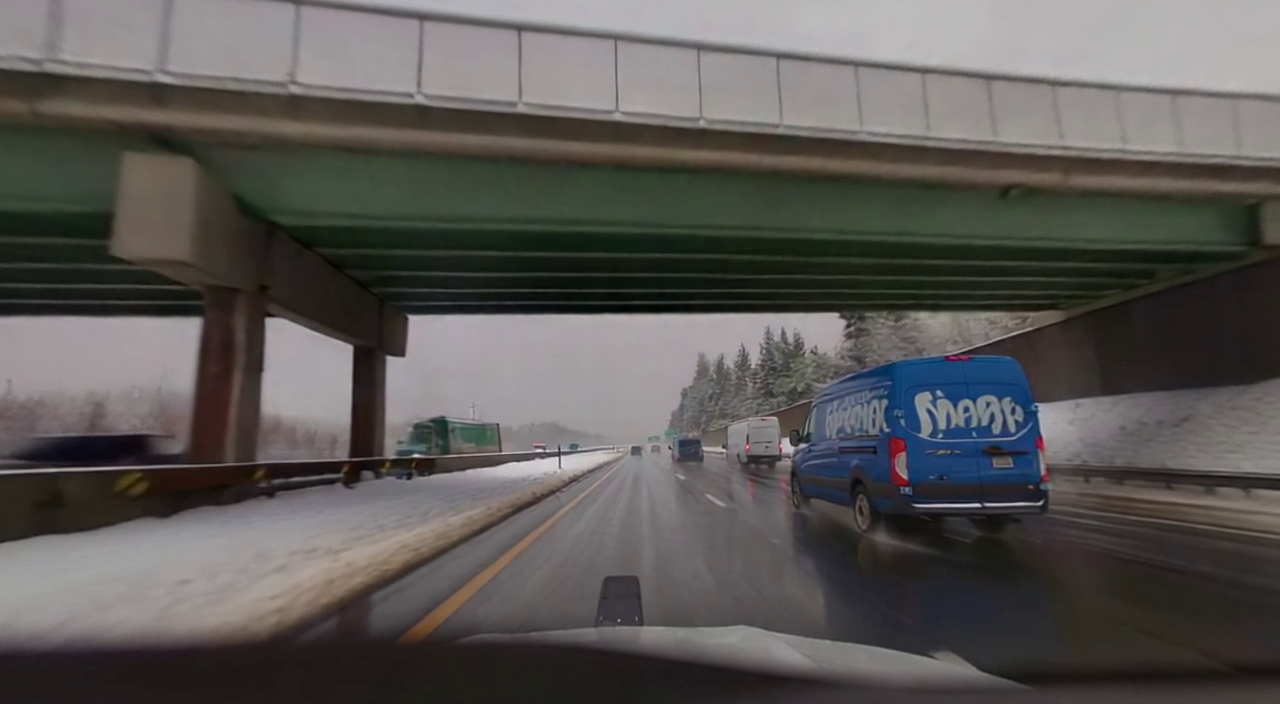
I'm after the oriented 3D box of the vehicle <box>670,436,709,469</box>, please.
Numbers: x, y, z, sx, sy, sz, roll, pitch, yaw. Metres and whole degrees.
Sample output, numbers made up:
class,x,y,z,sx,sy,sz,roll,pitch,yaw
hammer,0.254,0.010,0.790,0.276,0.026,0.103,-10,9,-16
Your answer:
class,x,y,z,sx,sy,sz,roll,pitch,yaw
vehicle,3.115,6.490,40.659,2.007,1.943,5.010,0,-9,-1

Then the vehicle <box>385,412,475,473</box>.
class,x,y,z,sx,sy,sz,roll,pitch,yaw
vehicle,-12.043,5.366,36.890,2.571,3.122,8.065,-1,-9,-1

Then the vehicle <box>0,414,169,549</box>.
class,x,y,z,sx,sy,sz,roll,pitch,yaw
vehicle,-8.663,1.662,8.164,1.827,1.612,4.182,0,-9,0

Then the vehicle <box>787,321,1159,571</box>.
class,x,y,z,sx,sy,sz,roll,pitch,yaw
vehicle,4.173,1.396,9.543,2.283,2.631,5.719,0,-9,-2

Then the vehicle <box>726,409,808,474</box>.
class,x,y,z,sx,sy,sz,roll,pitch,yaw
vehicle,6.959,5.116,35.675,2.761,3.225,7.624,0,-9,-2
